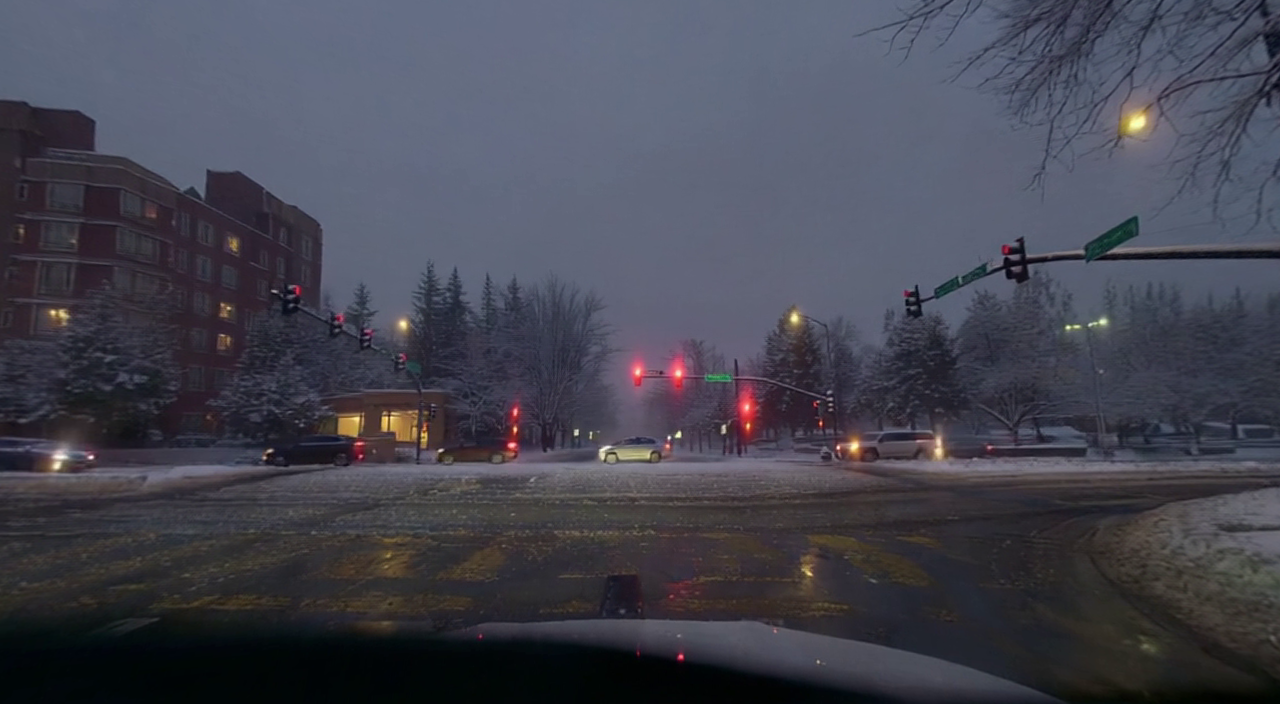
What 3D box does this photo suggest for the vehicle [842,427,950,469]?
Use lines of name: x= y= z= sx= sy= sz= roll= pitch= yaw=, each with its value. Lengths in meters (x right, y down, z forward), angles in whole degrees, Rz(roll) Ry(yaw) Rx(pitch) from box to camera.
vehicle: x=11.851 y=4.425 z=29.199 sx=4.662 sy=1.764 sz=2.064 roll=4 pitch=-10 yaw=-28

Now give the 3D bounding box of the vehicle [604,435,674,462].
vehicle: x=-0.049 y=6.277 z=41.130 sx=4.488 sy=1.667 sz=1.869 roll=-1 pitch=-9 yaw=1

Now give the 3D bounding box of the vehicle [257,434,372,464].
vehicle: x=-20.789 y=6.232 z=40.508 sx=6.133 sy=1.833 sz=2.155 roll=0 pitch=-9 yaw=1

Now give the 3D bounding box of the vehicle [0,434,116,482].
vehicle: x=-21.587 y=3.708 z=22.138 sx=4.624 sy=1.593 sz=2.018 roll=0 pitch=-9 yaw=0

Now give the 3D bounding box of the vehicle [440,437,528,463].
vehicle: x=-9.130 y=5.801 z=37.271 sx=4.724 sy=1.452 sz=1.870 roll=0 pitch=-9 yaw=0
